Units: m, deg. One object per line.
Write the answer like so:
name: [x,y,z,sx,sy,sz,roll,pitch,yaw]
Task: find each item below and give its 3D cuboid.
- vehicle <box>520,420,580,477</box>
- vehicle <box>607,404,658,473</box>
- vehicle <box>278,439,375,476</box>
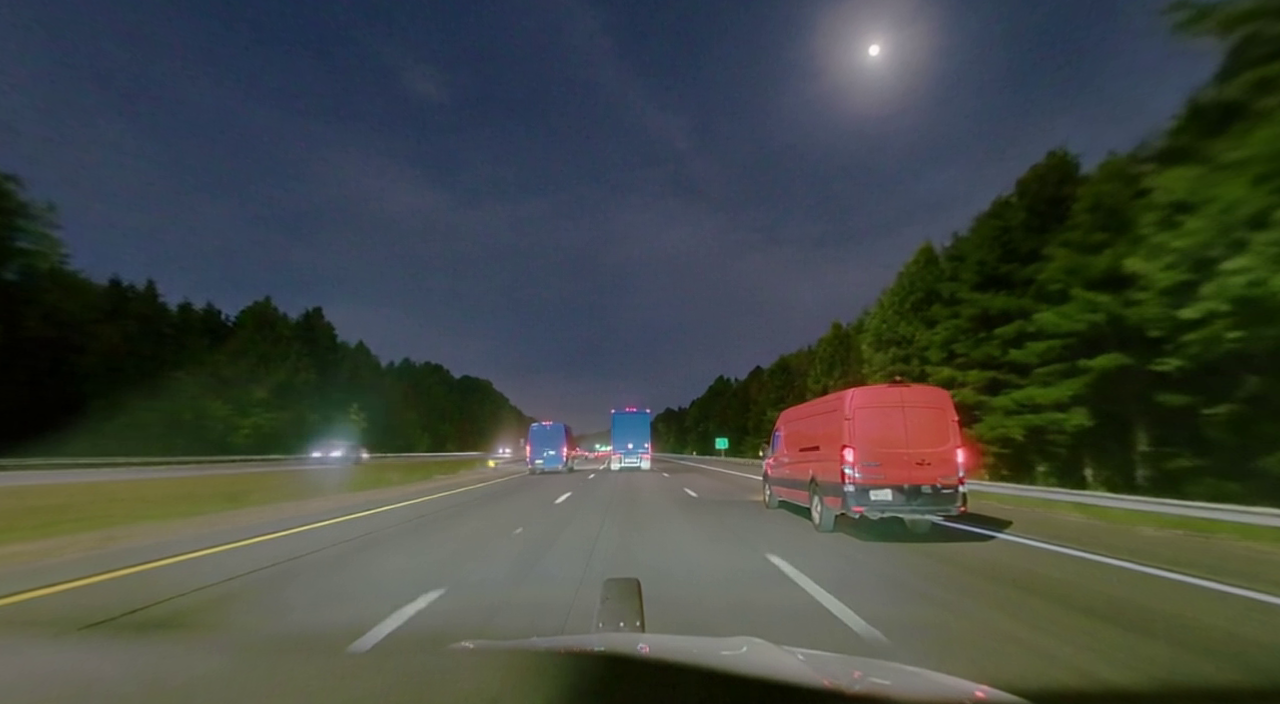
vehicle: [-4.698,5.199,34.000,2.357,2.786,6.144,0,-9,-1]
vehicle: [-0.582,5.886,42.448,2.995,4.036,10.311,0,-9,-1]
vehicle: [-13.491,4.565,27.495,1.847,1.454,4.594,0,-9,0]
